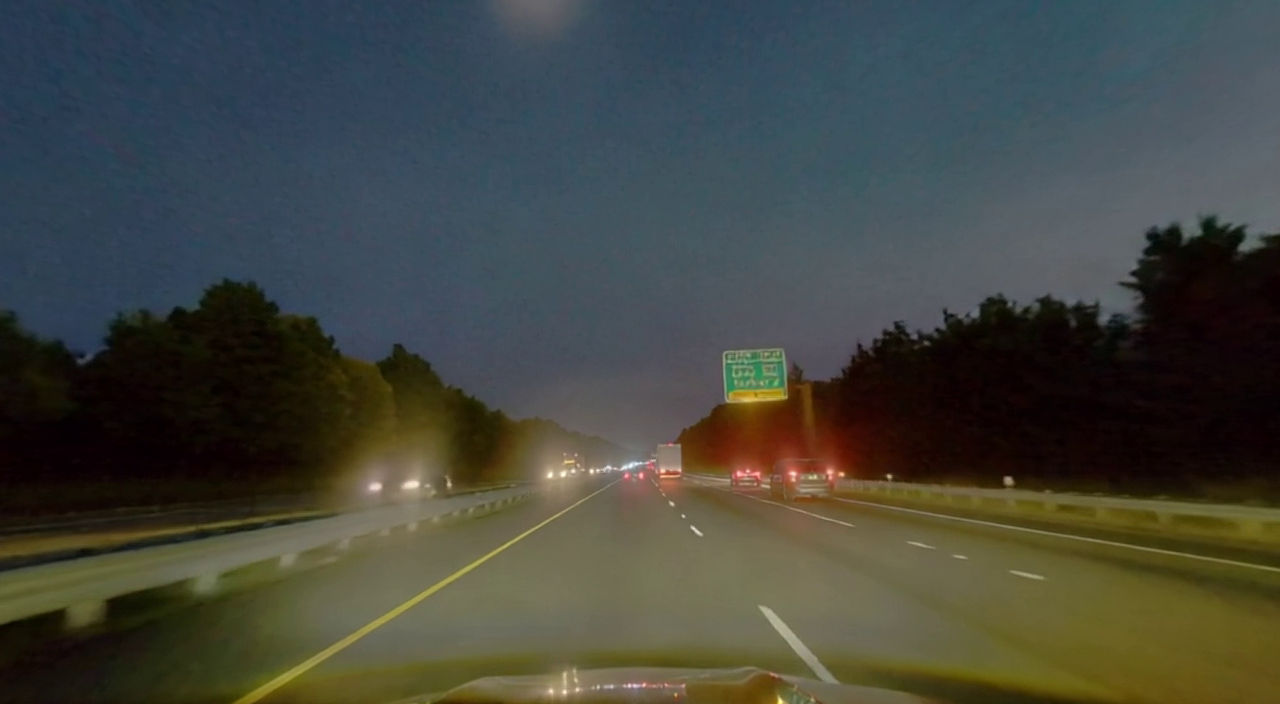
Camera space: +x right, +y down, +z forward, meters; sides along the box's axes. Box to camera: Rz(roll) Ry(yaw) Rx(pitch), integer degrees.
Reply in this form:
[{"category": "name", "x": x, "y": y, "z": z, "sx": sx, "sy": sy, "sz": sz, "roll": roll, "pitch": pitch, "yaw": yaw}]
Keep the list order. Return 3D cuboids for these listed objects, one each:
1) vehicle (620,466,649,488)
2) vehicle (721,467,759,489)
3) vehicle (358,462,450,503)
[{"category": "vehicle", "x": -0.419, "y": 9.082, "z": 45.848, "sx": 2.025, "sy": 1.452, "sz": 3.927, "roll": 1, "pitch": -10, "yaw": -1}, {"category": "vehicle", "x": 7.226, "y": 9.183, "z": 46.047, "sx": 1.977, "sy": 1.494, "sz": 4.311, "roll": 1, "pitch": -10, "yaw": -2}, {"category": "vehicle", "x": -9.701, "y": 5.409, "z": 26.304, "sx": 2.098, "sy": 1.510, "sz": 4.343, "roll": 1, "pitch": -10, "yaw": 1}]
